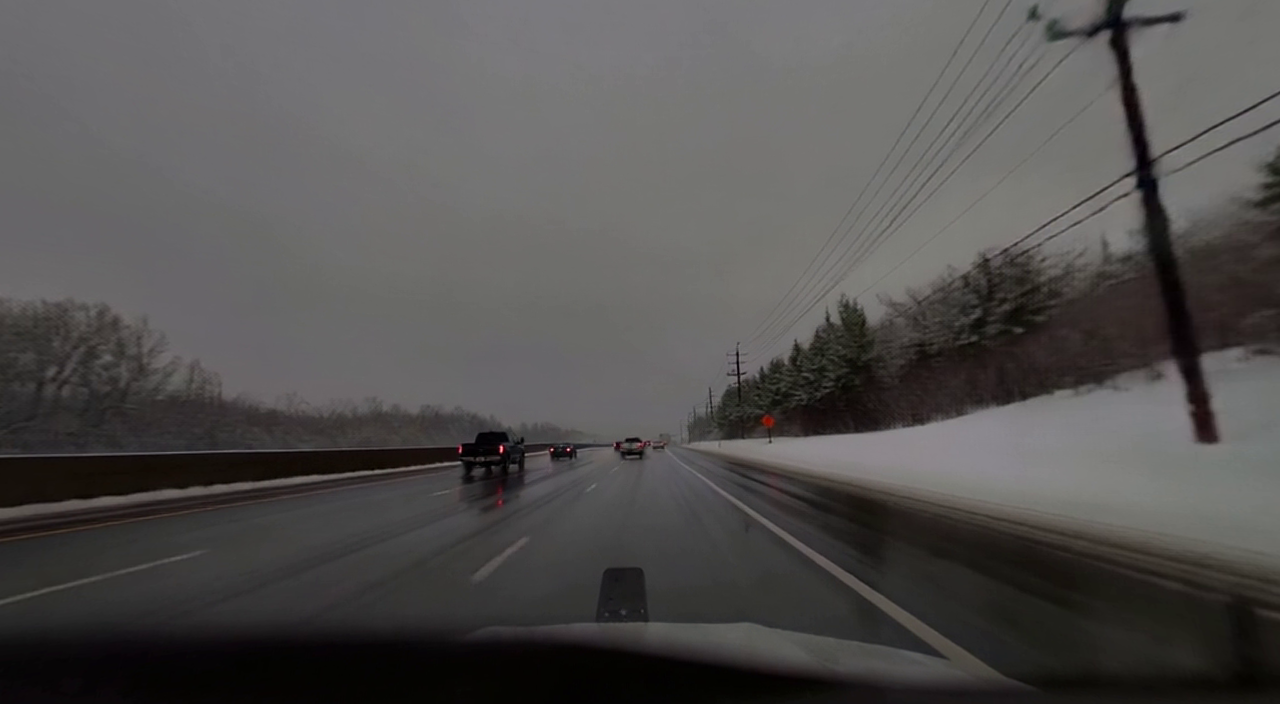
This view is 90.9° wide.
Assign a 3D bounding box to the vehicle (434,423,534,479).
[{"bbox_3d":[-6.273,4.096,26.379,2.460,1.992,6.474,-1,-8,1],"label":"vehicle"}]

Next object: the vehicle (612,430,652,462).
[{"bbox_3d":[-0.470,6.406,43.157,2.448,2.025,5.193,-1,-8,3],"label":"vehicle"}]
